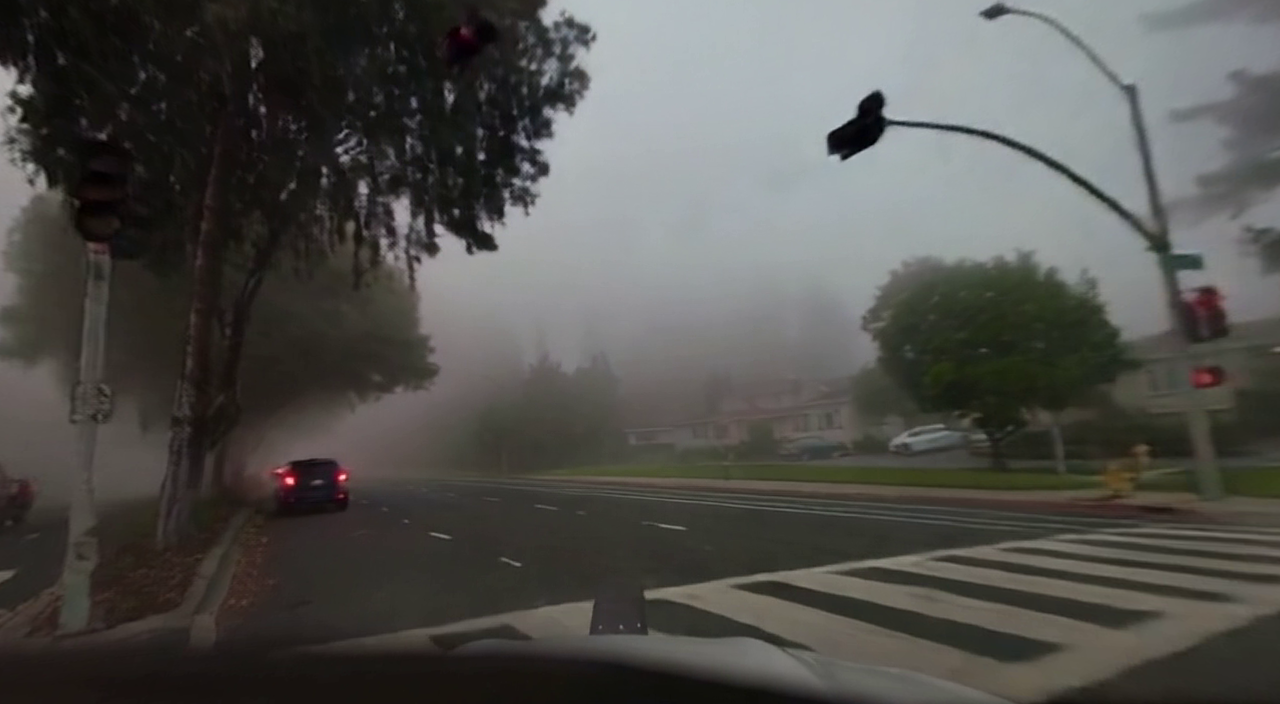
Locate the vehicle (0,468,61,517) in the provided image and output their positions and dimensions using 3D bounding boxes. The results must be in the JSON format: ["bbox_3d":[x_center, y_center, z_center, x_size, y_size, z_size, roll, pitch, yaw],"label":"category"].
[{"bbox_3d":[-28.460,6.344,28.722,2.043,1.894,4.603,5,-10,-30],"label":"vehicle"}]

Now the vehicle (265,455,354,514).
[{"bbox_3d":[-10.604,4.099,20.110,2.093,1.591,4.247,5,-10,-31],"label":"vehicle"}]
